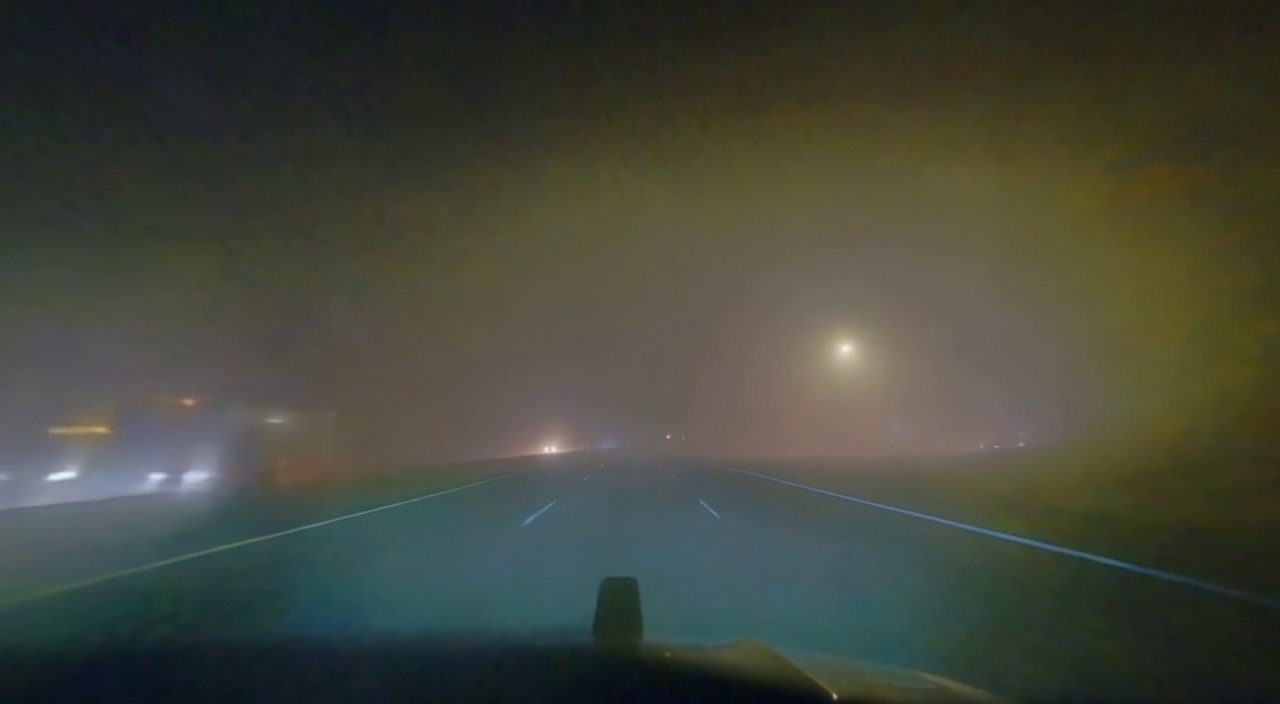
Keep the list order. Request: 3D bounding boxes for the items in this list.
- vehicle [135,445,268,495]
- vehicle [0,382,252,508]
[{"bbox_3d":[-16.548,4.442,23.950,1.918,1.709,4.258,-1,-9,1],"label":"vehicle"},{"bbox_3d":[-20.638,3.785,25.508,3.031,4.052,10.346,0,-9,-1],"label":"vehicle"}]
